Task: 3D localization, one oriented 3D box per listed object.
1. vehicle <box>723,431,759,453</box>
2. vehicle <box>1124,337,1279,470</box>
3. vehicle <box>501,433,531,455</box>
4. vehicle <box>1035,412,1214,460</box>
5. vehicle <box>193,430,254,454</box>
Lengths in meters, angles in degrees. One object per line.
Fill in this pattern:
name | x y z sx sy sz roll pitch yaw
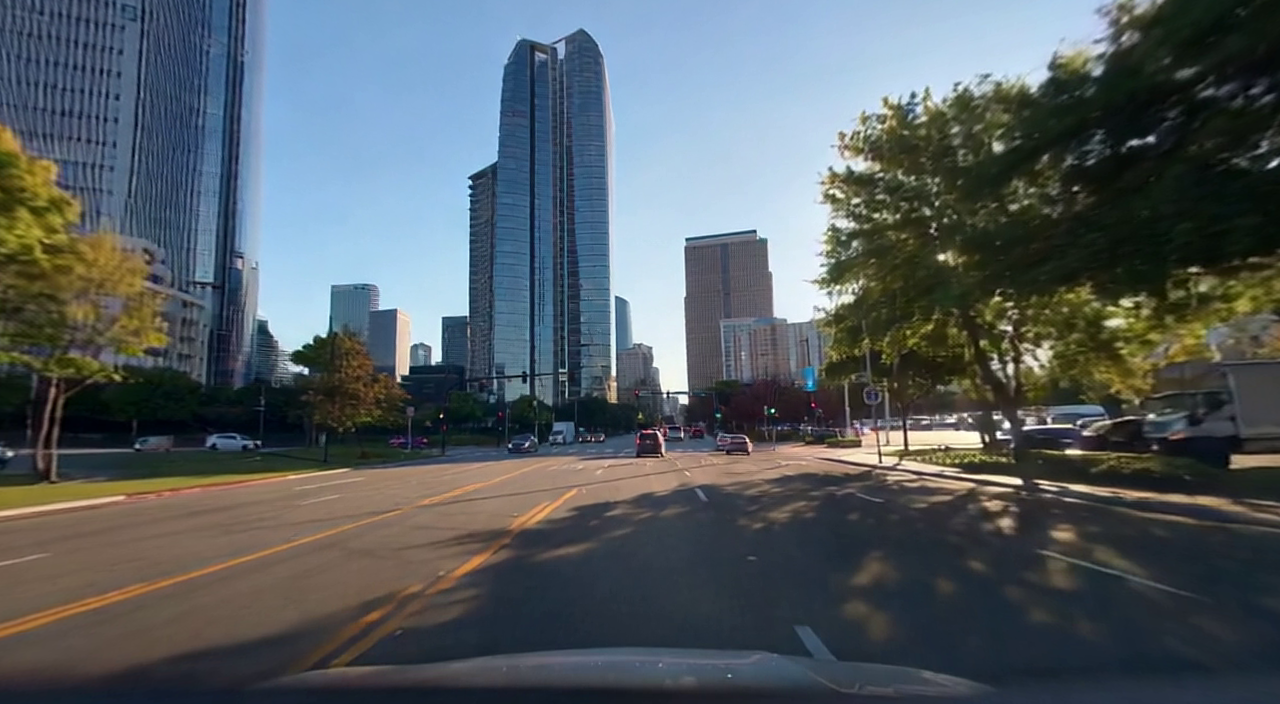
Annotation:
vehicle | 7.215 6.524 45.359 1.896 1.463 4.296 0 -8 0
vehicle | 18.933 1.468 17.858 7.796 3.467 2.793 -1 -7 0
vehicle | -9.761 7.225 49.304 2.016 1.677 4.147 2 -9 -15
vehicle | 18.262 3.203 23.899 4.927 1.679 2.198 -1 -7 2
vehicle | -31.644 6.918 47.818 1.871 1.703 4.093 -1 -9 -1
